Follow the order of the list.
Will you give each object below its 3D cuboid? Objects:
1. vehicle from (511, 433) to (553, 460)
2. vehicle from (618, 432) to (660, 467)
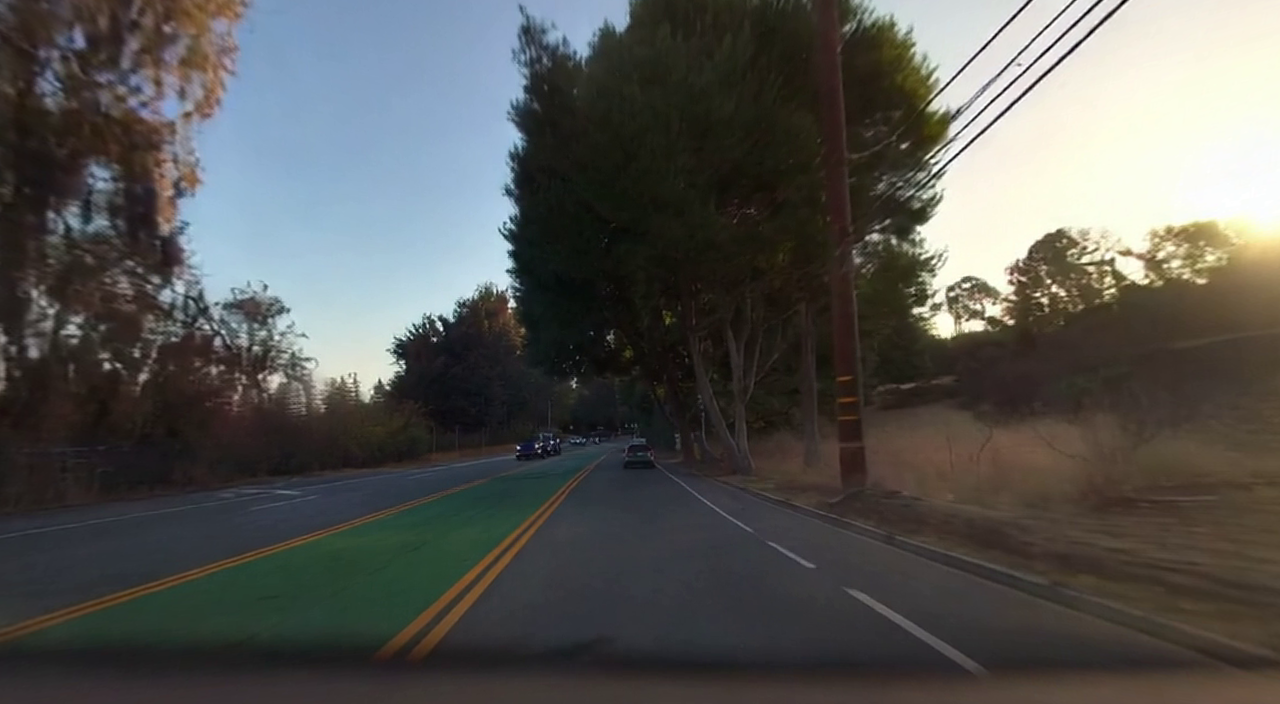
[{"bbox_3d":[-7.308,6.440,43.190,2.101,1.734,4.257,0,-9,0],"label":"vehicle"},{"bbox_3d":[-0.133,5.266,34.230,2.140,1.767,4.720,0,-8,-2],"label":"vehicle"}]
